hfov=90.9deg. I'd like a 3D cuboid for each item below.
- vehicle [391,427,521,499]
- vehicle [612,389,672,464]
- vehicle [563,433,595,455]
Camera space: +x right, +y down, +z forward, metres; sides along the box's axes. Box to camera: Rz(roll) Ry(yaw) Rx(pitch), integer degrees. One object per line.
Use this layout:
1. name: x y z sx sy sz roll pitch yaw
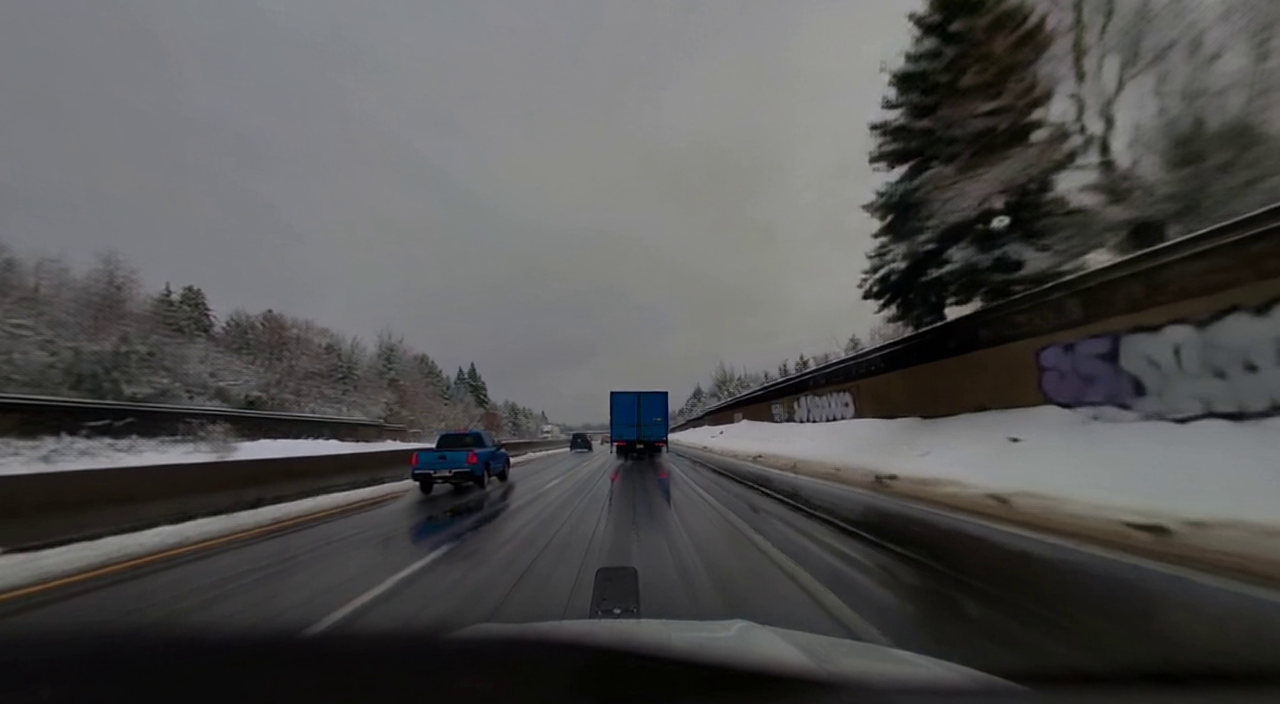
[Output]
1. vehicle: -4.374 2.688 15.815 1.948 1.526 4.525 0 -8 0
2. vehicle: -0.025 4.292 35.745 2.927 3.649 9.443 0 -8 -2
3. vehicle: -4.694 7.137 49.083 2.058 1.645 4.130 0 -8 0
